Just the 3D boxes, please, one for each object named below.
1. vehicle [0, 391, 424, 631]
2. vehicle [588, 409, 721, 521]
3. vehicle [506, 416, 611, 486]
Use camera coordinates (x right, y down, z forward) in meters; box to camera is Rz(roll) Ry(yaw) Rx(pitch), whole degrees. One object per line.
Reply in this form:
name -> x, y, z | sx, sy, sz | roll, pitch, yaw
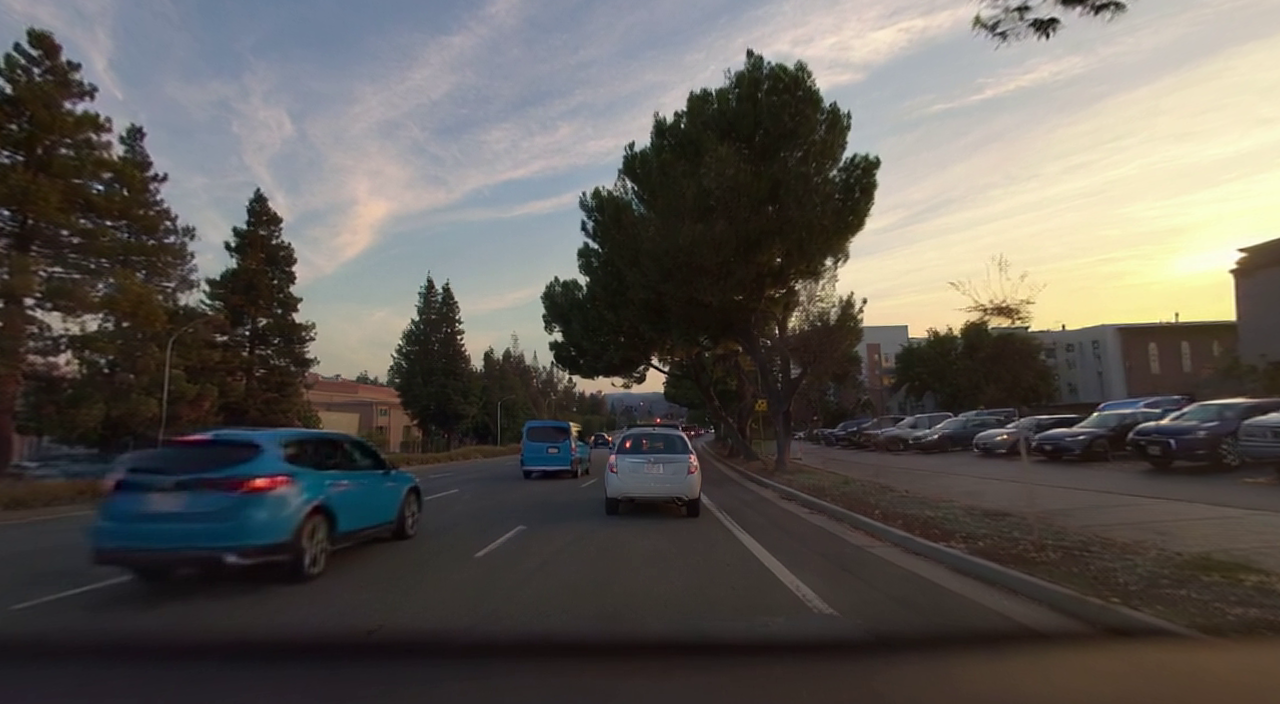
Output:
vehicle -> -4.204, 1.498, 7.001 | 2.116, 1.714, 4.757 | 0, -8, -2
vehicle -> 0.316, 2.174, 12.549 | 2.173, 1.830, 4.189 | 0, -8, 2
vehicle -> -2.611, 3.413, 21.925 | 2.486, 2.074, 5.456 | -1, -9, 5
